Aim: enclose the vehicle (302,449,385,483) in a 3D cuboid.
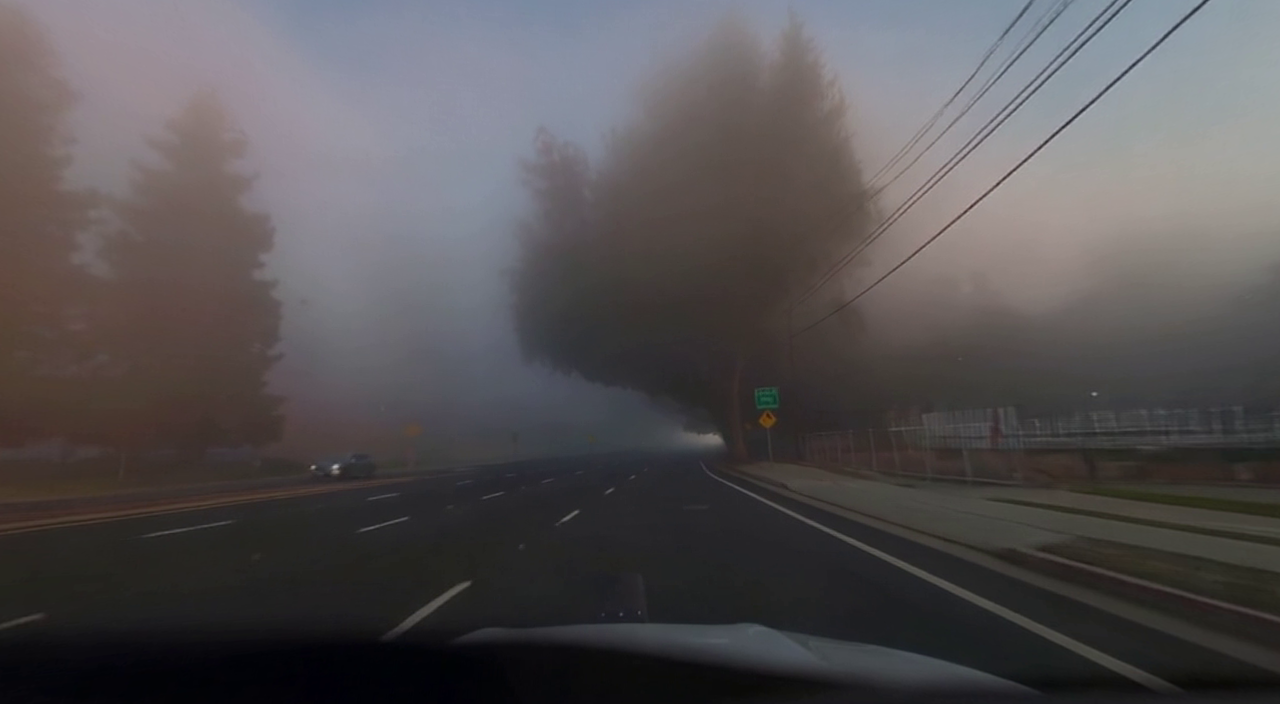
[{"bbox_3d":[-14.488,5.569,31.224,1.887,1.478,4.471,0,-8,1],"label":"vehicle"}]
